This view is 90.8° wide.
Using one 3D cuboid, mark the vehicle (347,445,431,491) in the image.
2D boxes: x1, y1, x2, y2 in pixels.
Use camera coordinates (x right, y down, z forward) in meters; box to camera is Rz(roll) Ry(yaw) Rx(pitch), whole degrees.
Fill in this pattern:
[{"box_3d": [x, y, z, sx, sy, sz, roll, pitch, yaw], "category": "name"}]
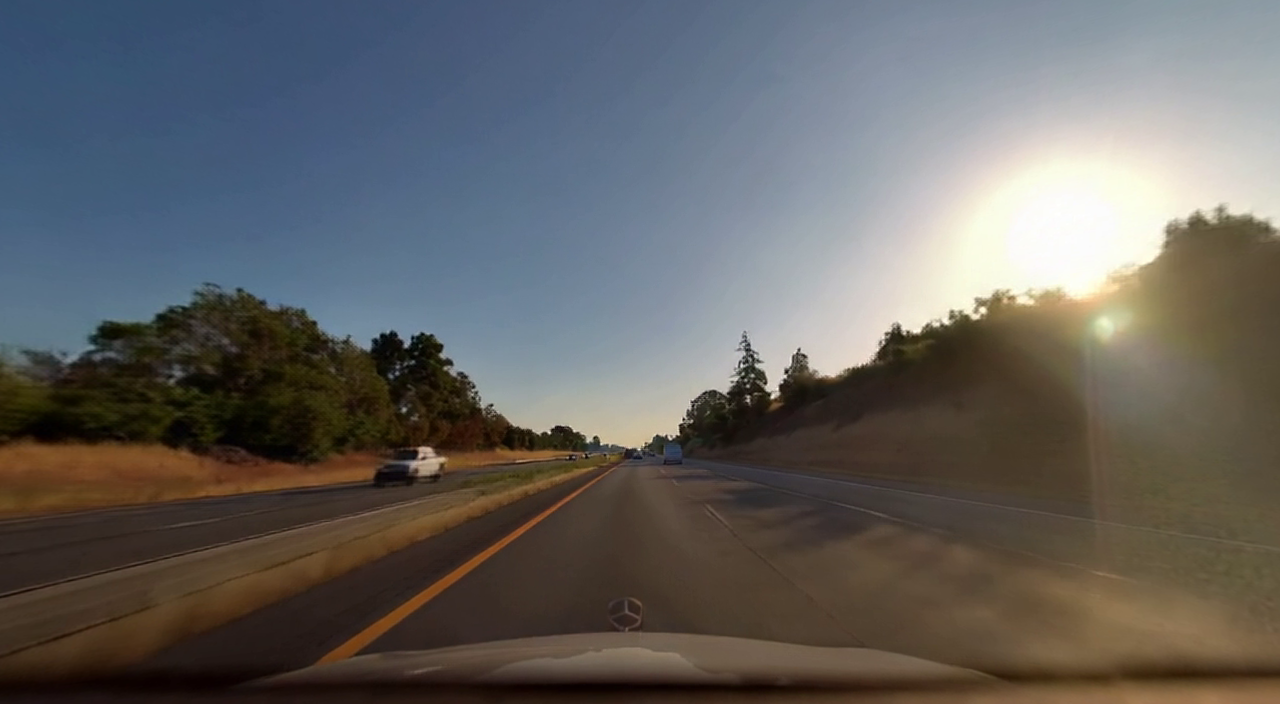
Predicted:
[{"box_3d": [-12.013, 5.537, 30.600, 2.112, 2.012, 4.787, 0, -9, 0], "category": "vehicle"}]
